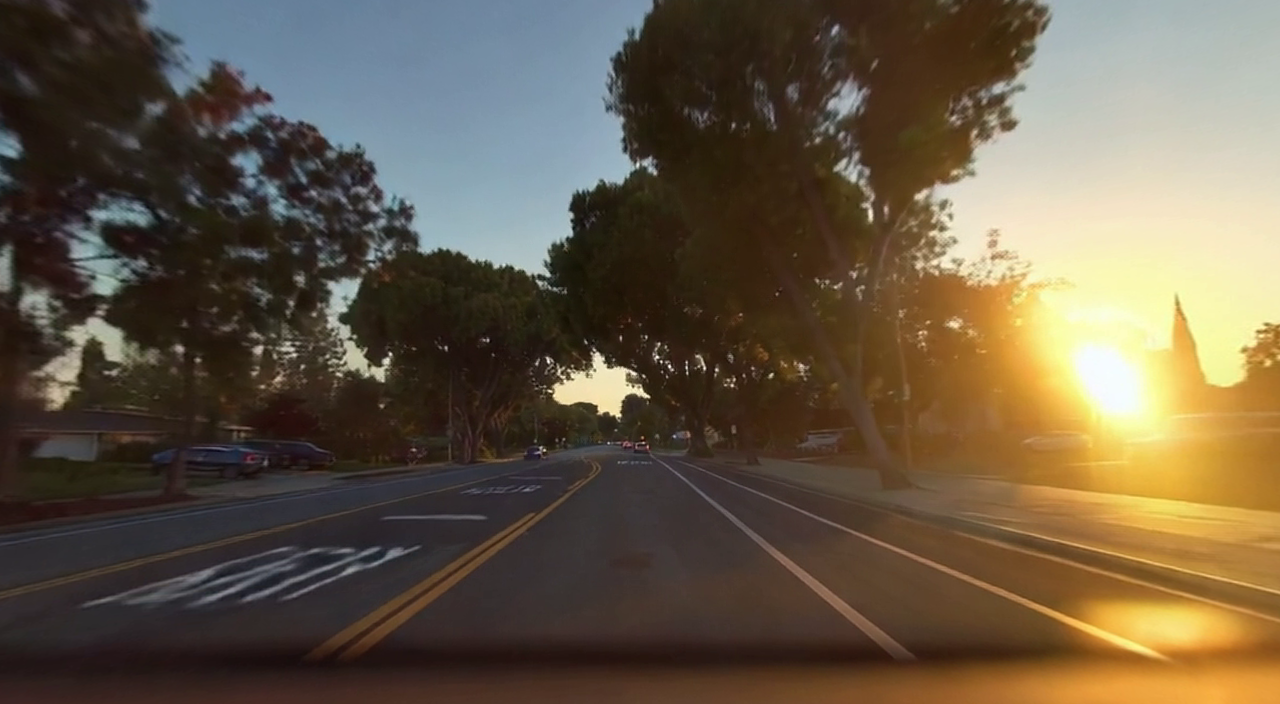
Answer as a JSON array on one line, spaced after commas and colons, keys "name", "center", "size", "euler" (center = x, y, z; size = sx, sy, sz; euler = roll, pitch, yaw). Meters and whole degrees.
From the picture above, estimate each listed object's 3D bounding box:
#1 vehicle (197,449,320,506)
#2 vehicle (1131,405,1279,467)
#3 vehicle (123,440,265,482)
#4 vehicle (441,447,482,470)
[{"name": "vehicle", "center": [-12.902, 4.212, 21.587], "size": [1.791, 1.552, 3.919], "euler": [-3, -7, 0]}, {"name": "vehicle", "center": [19.134, 2.629, 19.771], "size": [5.425, 1.806, 2.331], "euler": [0, -7, 1]}, {"name": "vehicle", "center": [-19.585, 4.780, 27.833], "size": [4.661, 1.726, 1.978], "euler": [1, -8, -4]}, {"name": "vehicle", "center": [-12.851, 7.667, 45.526], "size": [1.777, 1.555, 4.000], "euler": [0, -8, 0]}]
